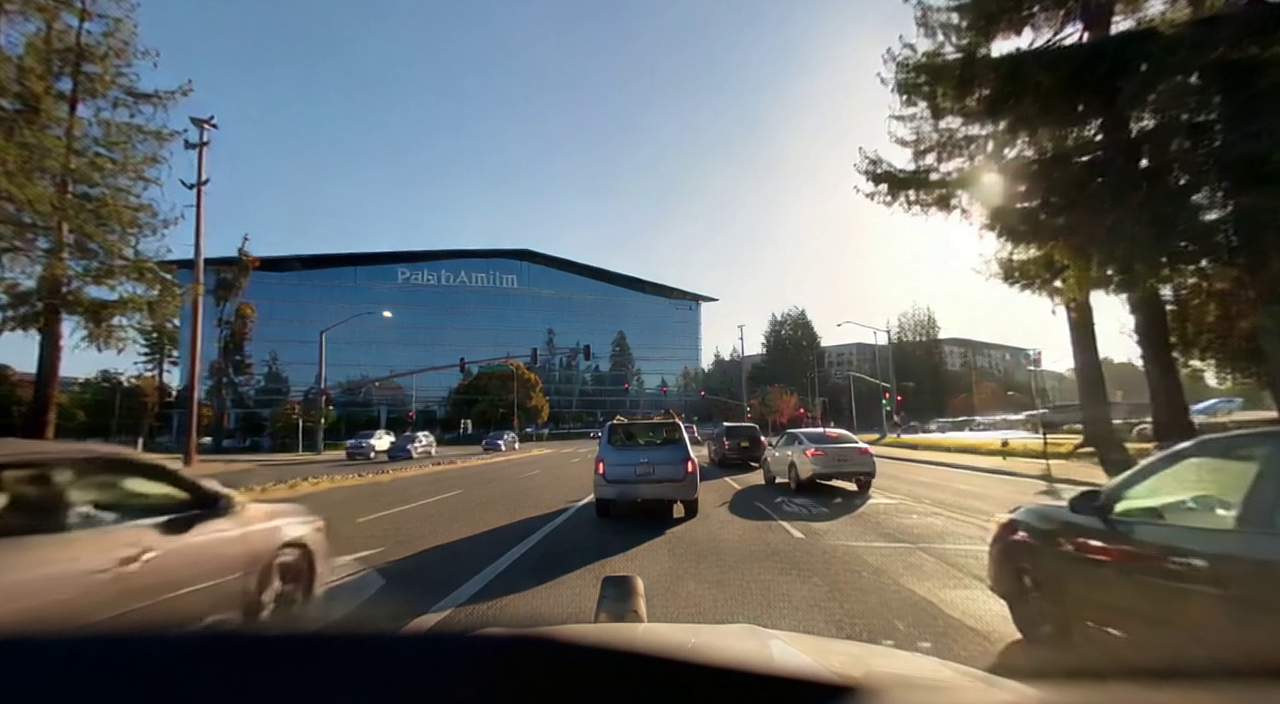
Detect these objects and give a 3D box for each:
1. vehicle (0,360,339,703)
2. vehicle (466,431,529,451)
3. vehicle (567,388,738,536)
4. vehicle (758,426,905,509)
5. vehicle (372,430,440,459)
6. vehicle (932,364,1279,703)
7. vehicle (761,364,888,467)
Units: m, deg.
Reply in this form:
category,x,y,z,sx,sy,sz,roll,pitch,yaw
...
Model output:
category,x,y,z,sx,sy,sz,roll,pitch,yaw
vehicle,-3.174,0.793,2.173,2.010,1.515,4.152,0,-9,3
vehicle,-11.058,6.959,49.102,4.650,1.489,2.005,1,-9,-8
vehicle,0.281,1.752,10.426,2.188,1.892,4.488,0,-9,3
vehicle,3.778,2.354,13.240,1.862,1.451,4.083,0,-9,1
vehicle,-14.917,5.951,40.386,2.018,1.715,4.451,-1,-9,10
vehicle,3.226,0.887,2.646,2.109,1.500,4.585,0,-9,5
vehicle,7.825,3.049,28.304,2.965,3.900,9.064,0,-9,0
